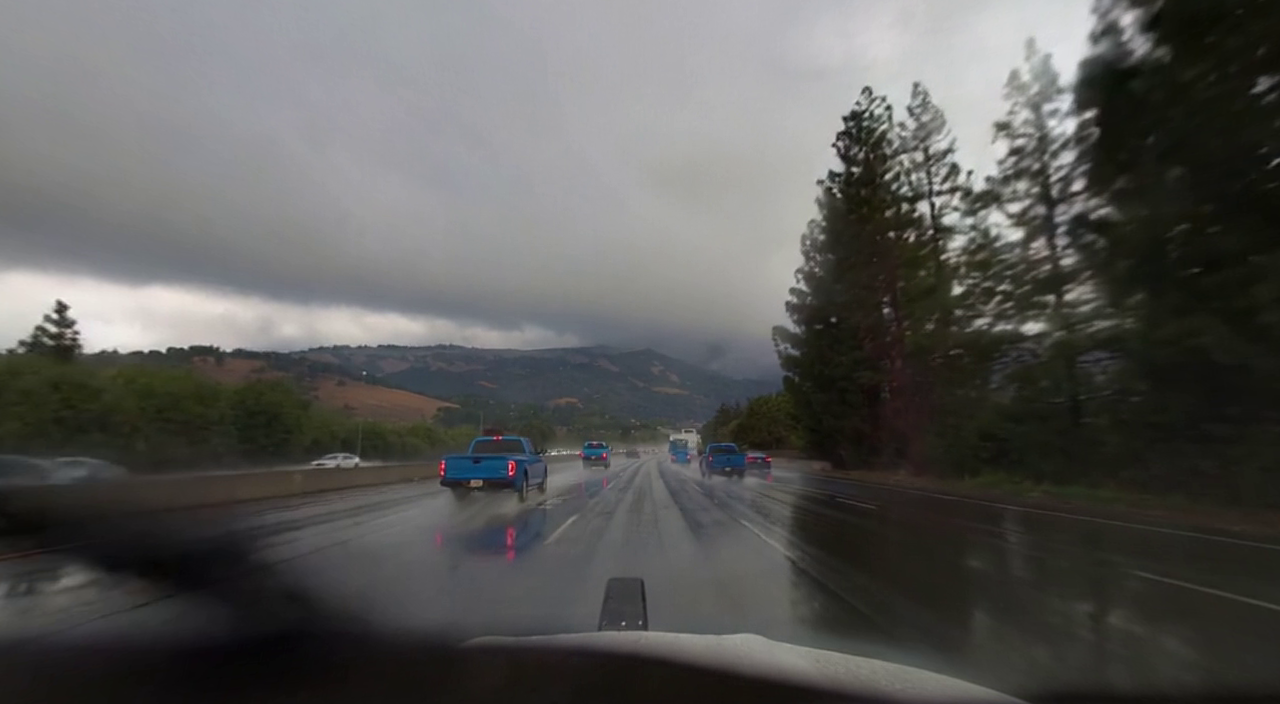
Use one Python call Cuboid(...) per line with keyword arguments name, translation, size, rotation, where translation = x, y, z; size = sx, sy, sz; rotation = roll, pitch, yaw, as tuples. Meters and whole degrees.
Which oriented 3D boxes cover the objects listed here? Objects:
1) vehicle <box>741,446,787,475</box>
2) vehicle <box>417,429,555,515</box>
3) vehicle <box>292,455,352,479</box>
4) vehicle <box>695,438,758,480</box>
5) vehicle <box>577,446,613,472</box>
Cuboid(name="vehicle", translation=(8.033, 7.038, 41.309), size=(2.104, 1.724, 4.701), rotation=(0, -8, 0))
Cuboid(name="vehicle", translation=(-3.745, 3.011, 16.506), size=(2.227, 1.853, 5.161), rotation=(-1, -8, 1))
Cuboid(name="vehicle", translation=(-21.300, 7.701, 42.463), size=(1.803, 1.482, 4.419), rotation=(0, -8, -1))
Cuboid(name="vehicle", translation=(4.397, 5.542, 33.043), size=(2.424, 1.952, 5.611), rotation=(0, -8, -1))
Cuboid(name="vehicle", translation=(-3.227, 7.797, 46.327), size=(2.235, 1.785, 4.386), rotation=(-1, -8, 1))
